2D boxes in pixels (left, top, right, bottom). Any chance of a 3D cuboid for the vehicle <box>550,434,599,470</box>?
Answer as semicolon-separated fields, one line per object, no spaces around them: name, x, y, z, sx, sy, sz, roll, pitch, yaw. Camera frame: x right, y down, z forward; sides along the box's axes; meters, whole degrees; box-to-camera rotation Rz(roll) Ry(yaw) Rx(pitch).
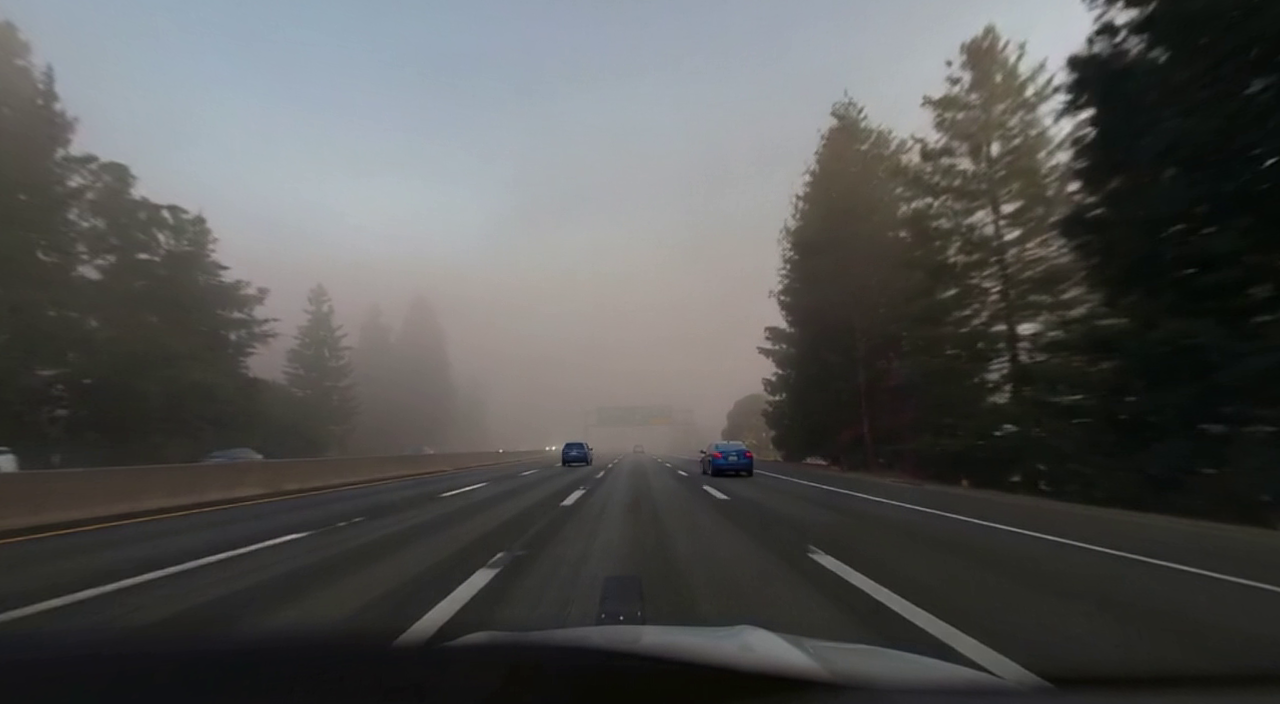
vehicle;-3.441;5.402;34.208;2.173;1.793;4.564;0;-9;0

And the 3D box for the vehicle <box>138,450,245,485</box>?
vehicle;-20.717;5.327;29.457;1.792;1.445;4.345;0;-9;0

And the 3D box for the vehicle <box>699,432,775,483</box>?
vehicle;3.443;3.863;23.339;2.053;1.714;4.097;0;-9;-1
